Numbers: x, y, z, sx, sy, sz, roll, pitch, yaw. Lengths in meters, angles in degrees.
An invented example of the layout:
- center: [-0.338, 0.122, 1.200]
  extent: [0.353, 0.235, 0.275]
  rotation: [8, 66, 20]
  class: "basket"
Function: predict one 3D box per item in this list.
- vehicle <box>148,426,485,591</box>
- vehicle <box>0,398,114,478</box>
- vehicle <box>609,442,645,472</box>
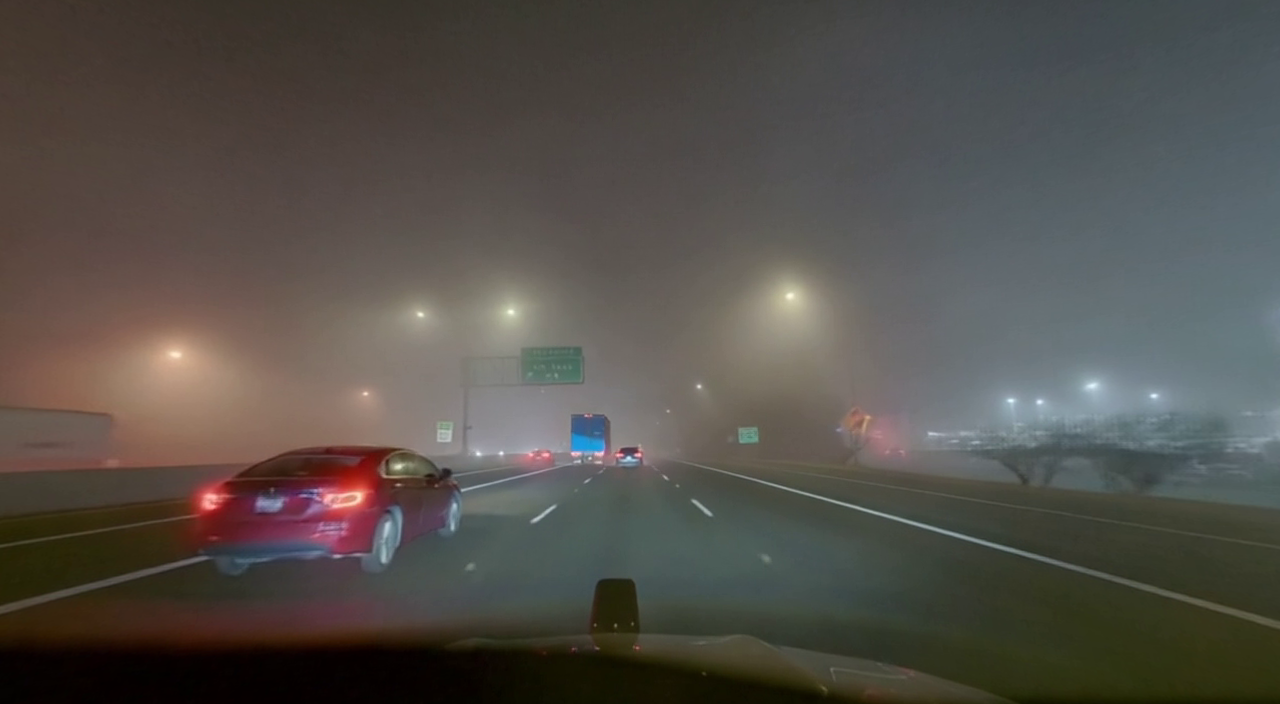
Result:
- center: [-3.549, 1.790, 8.112]
  extent: [1.997, 1.507, 4.391]
  rotation: [0, -9, 0]
  class: "vehicle"
- center: [-34.619, 4.248, 31.274]
  extent: [2.900, 4.070, 16.667]
  rotation: [0, -9, 0]
  class: "vehicle"
- center: [-0.719, 6.269, 37.834]
  extent: [2.033, 1.669, 4.112]
  rotation: [0, -9, 0]
  class: "vehicle"
